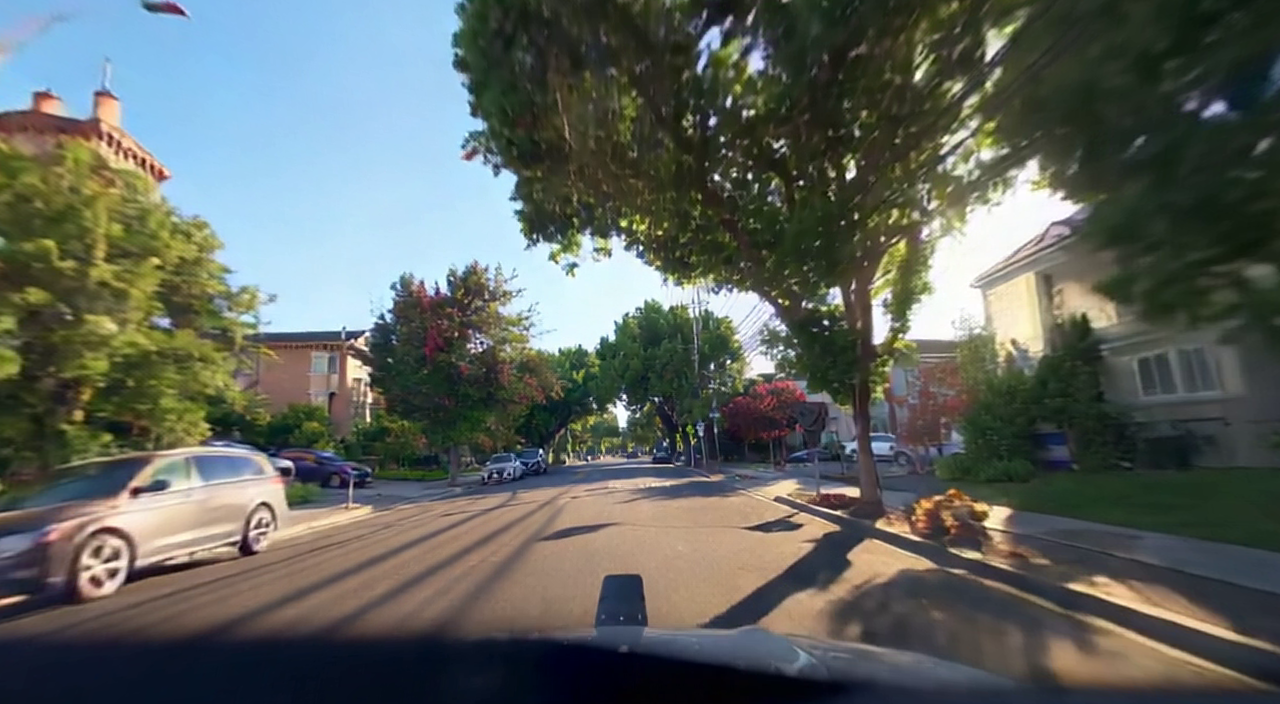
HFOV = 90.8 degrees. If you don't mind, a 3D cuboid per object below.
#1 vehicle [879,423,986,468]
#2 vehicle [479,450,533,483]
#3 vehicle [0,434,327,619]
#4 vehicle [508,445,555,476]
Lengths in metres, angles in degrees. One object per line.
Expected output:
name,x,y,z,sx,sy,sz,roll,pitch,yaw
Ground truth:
vehicle,13.414,4.297,29.036,4.145,1.767,1.880,-9,-10,30
vehicle,-7.129,6.119,34.056,2.041,1.587,3.920,-1,-9,0
vehicle,-6.751,2.119,8.793,2.162,1.757,5.201,-2,-9,0
vehicle,-7.131,7.169,41.959,2.135,1.787,4.452,-4,-9,1
